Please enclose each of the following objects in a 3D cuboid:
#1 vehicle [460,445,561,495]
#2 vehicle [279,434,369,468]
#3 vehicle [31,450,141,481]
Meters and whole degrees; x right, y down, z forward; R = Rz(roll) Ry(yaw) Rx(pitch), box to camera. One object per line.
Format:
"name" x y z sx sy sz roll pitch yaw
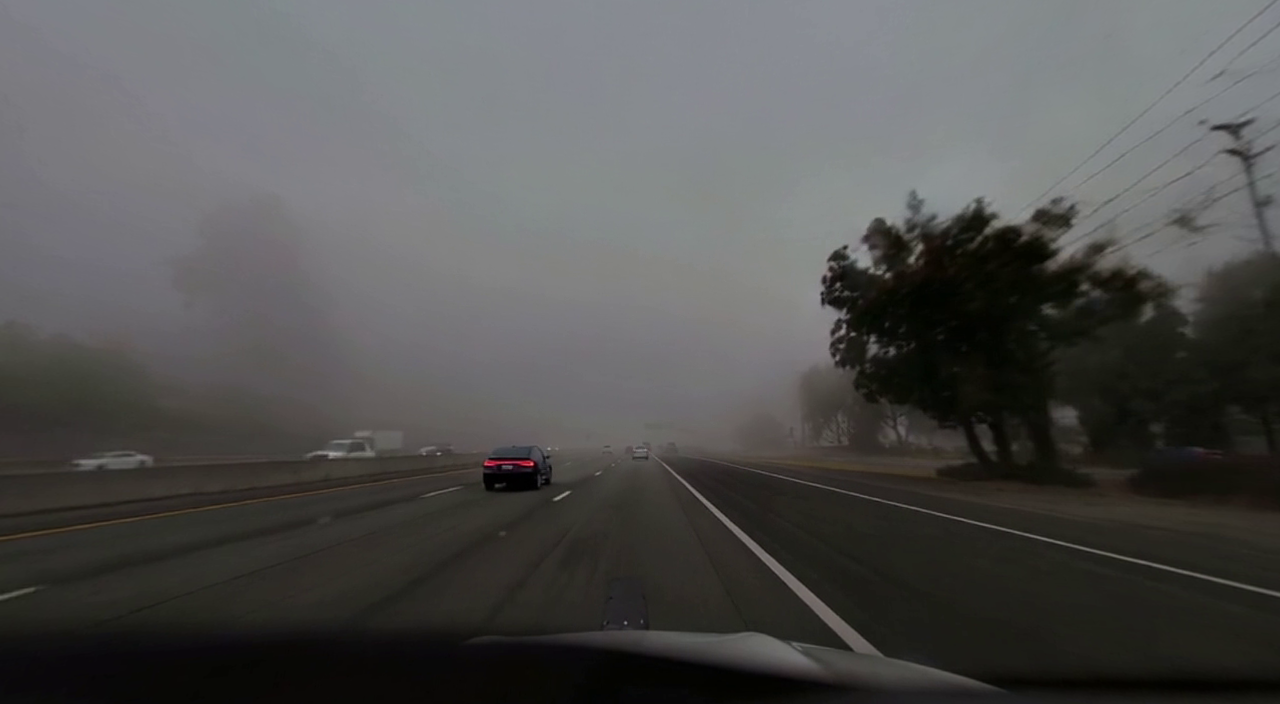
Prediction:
"vehicle" -3.817 3.573 19.517 2.048 1.368 4.613 0 -9 1
"vehicle" -18.308 5.789 36.950 2.287 1.829 5.763 0 -9 0
"vehicle" -29.633 6.070 33.951 1.838 1.497 4.494 0 -9 0
